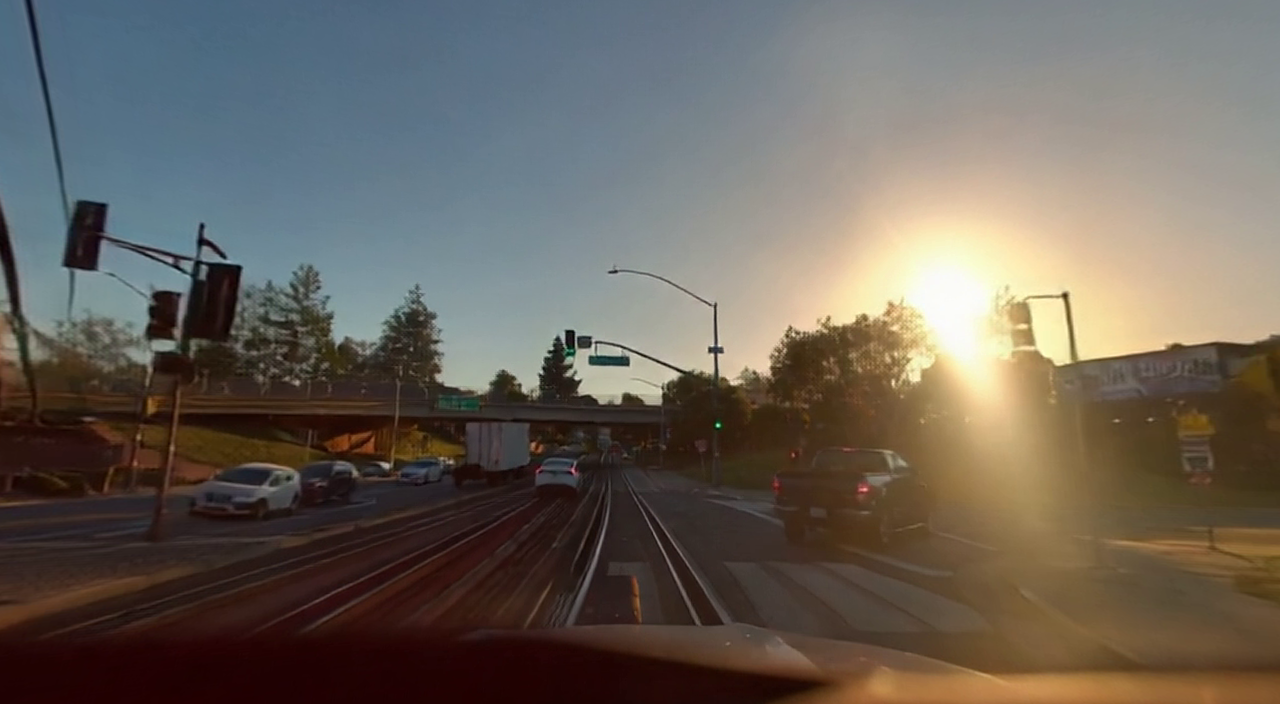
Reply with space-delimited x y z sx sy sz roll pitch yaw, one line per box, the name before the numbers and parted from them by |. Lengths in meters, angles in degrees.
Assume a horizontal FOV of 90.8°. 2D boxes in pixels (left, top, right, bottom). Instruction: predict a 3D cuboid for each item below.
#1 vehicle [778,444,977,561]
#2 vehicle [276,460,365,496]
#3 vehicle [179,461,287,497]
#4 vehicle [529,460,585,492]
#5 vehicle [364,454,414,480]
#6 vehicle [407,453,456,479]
vehicle | 5.238 3.014 13.437 2.404 1.926 5.251 -7 -12 37
vehicle | -14.314 5.661 28.642 1.864 1.456 4.409 1 -10 -2
vehicle | -18.099 5.646 28.406 1.908 1.482 4.621 1 -10 -2
vehicle | -4.061 6.190 31.875 2.004 1.482 4.799 0 -10 2
vehicle | -19.486 8.912 49.229 1.972 1.898 4.620 0 -10 -1
vehicle | -15.286 8.390 46.548 2.013 1.787 4.823 0 -10 -1
